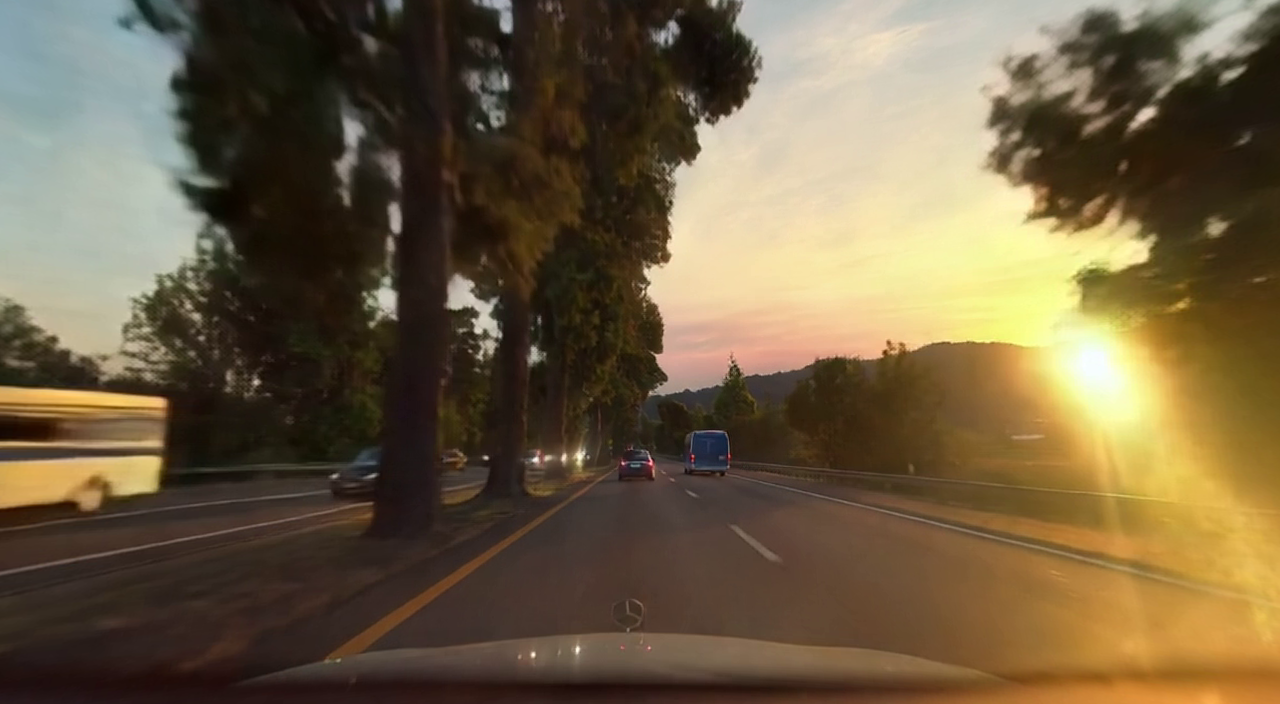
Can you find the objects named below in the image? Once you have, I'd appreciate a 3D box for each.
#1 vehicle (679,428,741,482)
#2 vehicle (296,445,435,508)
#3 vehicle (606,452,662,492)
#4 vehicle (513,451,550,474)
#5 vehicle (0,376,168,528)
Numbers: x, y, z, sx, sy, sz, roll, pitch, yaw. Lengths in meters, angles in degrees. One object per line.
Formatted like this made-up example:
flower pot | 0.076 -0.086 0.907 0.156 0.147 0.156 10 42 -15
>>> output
vehicle | 3.705 5.668 34.740 2.513 2.633 5.930 0 -9 -2
vehicle | -7.348 3.355 17.431 1.926 1.492 4.272 -1 -9 0
vehicle | -0.241 4.743 25.205 2.037 1.417 3.885 0 -9 0
vehicle | -7.494 7.673 43.926 1.833 1.444 4.120 -1 -9 1
vehicle | -12.210 1.805 11.270 2.661 2.552 6.070 -1 -9 1
